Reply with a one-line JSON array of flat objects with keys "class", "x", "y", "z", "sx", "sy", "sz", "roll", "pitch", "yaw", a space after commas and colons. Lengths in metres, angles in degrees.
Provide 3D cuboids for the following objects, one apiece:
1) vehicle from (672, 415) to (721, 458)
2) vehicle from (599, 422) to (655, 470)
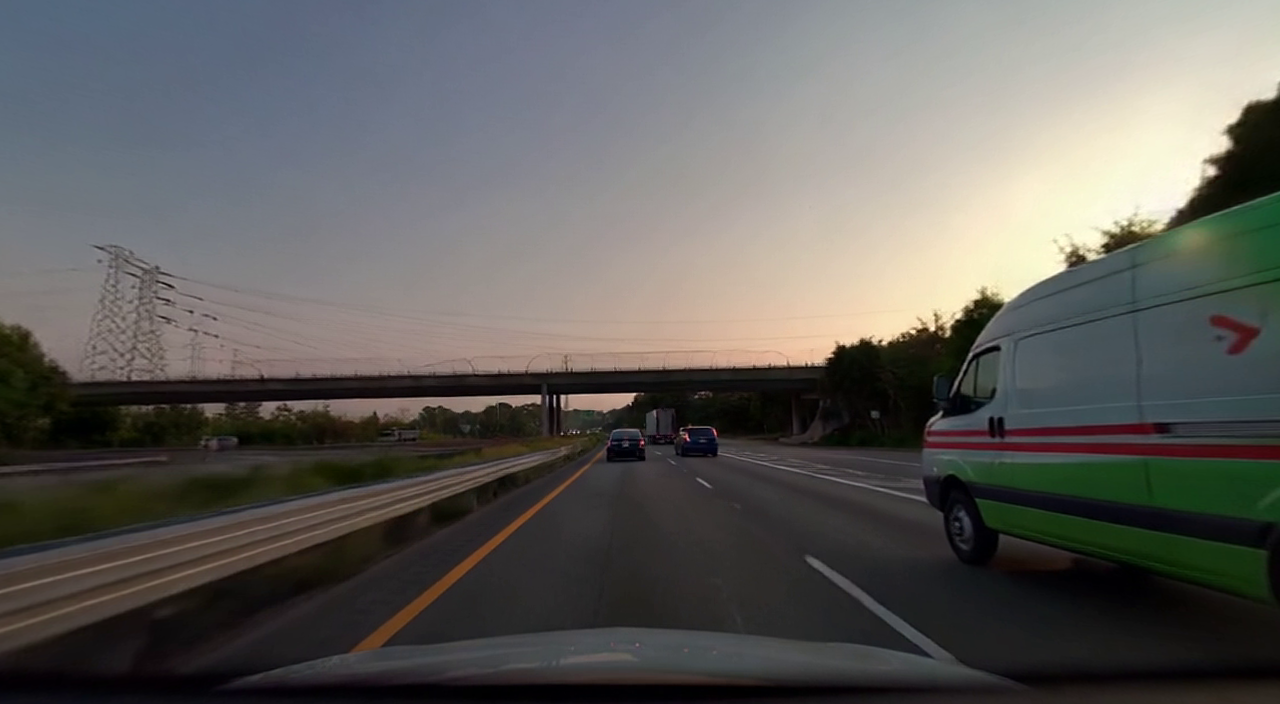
[{"class": "vehicle", "x": 3.440, "y": 5.276, "z": 39.386, "sx": 2.387, "sy": 2.506, "sz": 5.374, "roll": 0, "pitch": -8, "yaw": -2}, {"class": "vehicle", "x": -0.544, "y": 3.770, "z": 25.480, "sx": 2.073, "sy": 1.750, "sz": 4.116, "roll": 0, "pitch": -8, "yaw": -2}]
